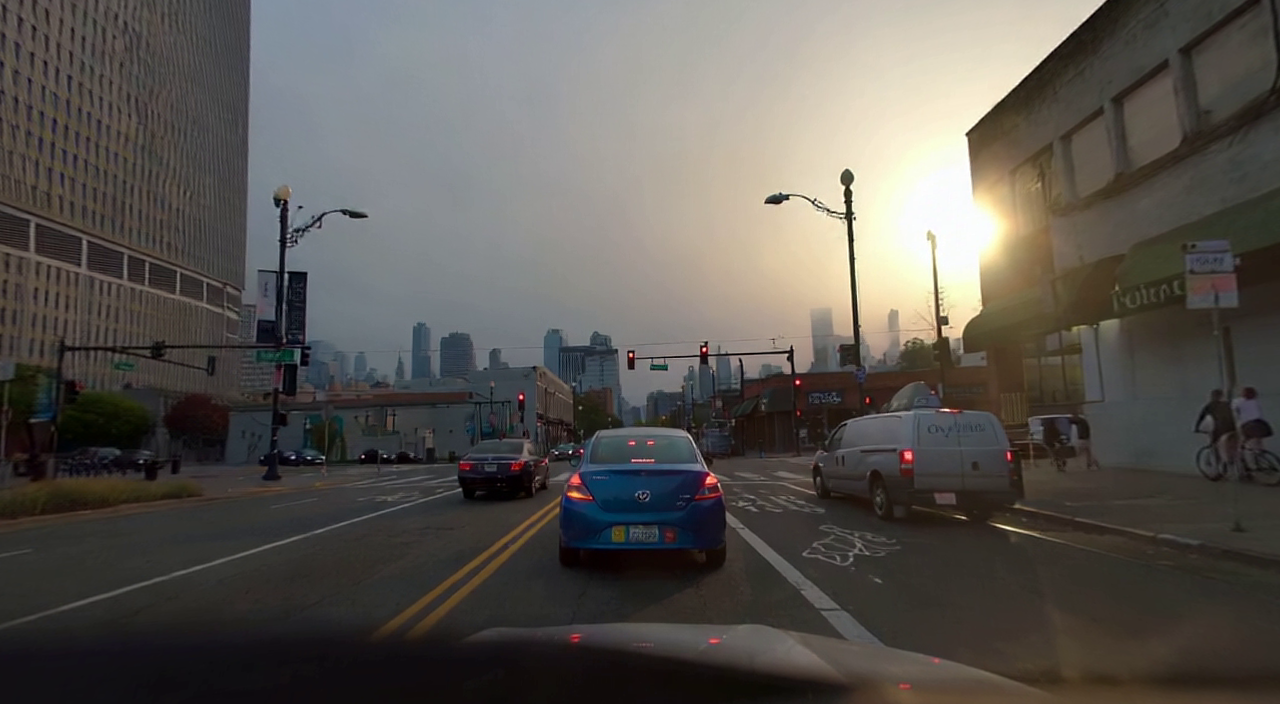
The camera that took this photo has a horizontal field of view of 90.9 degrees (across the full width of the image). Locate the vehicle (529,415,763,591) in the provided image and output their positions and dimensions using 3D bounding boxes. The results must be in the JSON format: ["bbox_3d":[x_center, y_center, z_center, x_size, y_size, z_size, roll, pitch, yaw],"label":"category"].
[{"bbox_3d":[0.038,1.655,7.722,2.091,1.557,4.000,0,-9,0],"label":"vehicle"}]

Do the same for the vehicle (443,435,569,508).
[{"bbox_3d":[-2.967,2.762,15.034,2.039,1.452,4.489,0,-9,0],"label":"vehicle"}]

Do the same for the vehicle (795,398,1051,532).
[{"bbox_3d":[4.505,1.910,11.141,2.142,1.829,4.767,0,-9,-2],"label":"vehicle"}]
